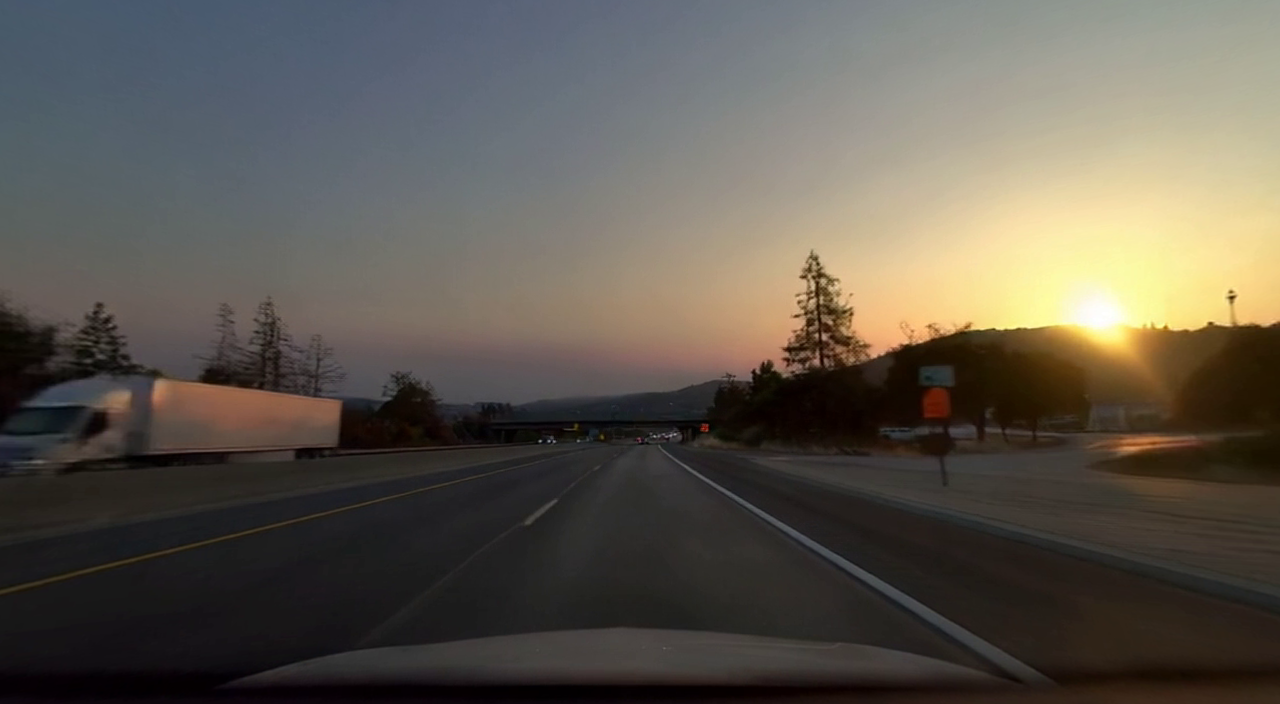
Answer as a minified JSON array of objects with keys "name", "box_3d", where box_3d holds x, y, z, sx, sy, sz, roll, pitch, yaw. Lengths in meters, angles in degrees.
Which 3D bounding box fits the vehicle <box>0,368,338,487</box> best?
[{"name":"vehicle","box_3d":[-20.996,3.823,30.255,3.342,3.886,19.463,-1,-8,0]}]
